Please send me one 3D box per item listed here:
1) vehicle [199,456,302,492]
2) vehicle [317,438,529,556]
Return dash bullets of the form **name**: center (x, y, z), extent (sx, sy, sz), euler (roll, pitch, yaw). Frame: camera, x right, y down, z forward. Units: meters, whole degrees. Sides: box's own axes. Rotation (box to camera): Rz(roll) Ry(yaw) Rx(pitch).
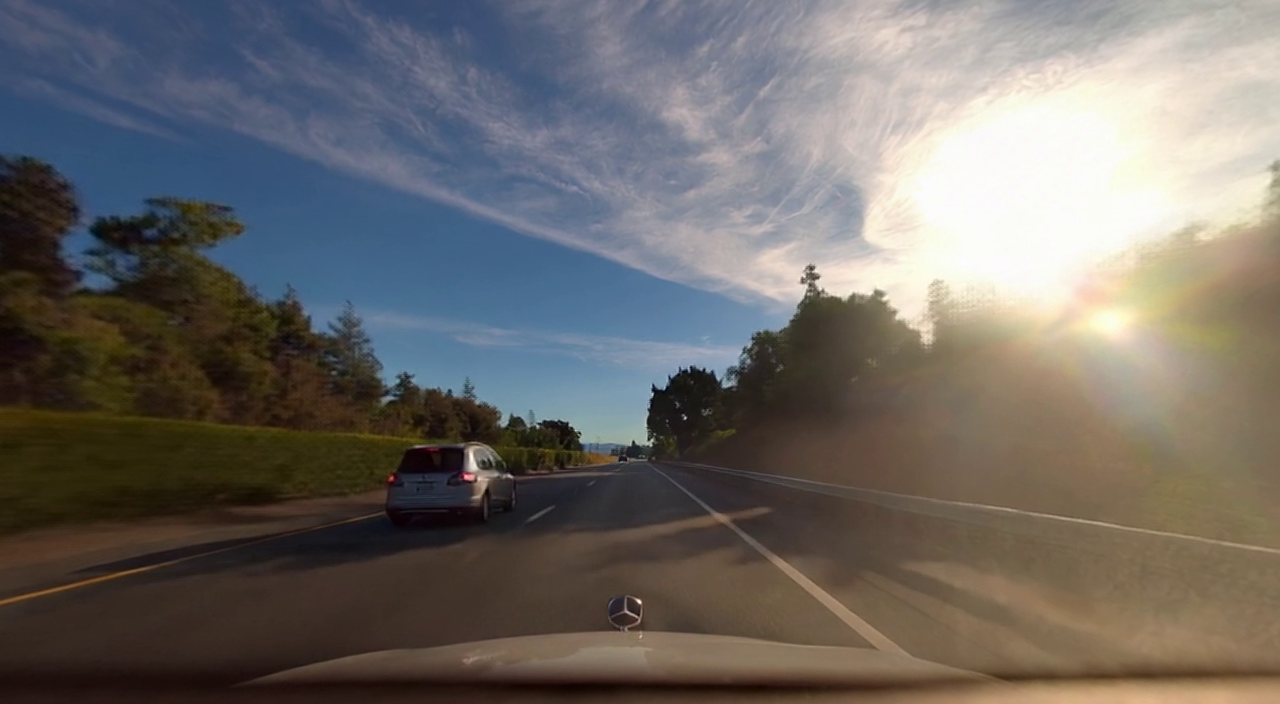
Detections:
- **vehicle**: center (-18.040, 5.653, 29.462), extent (1.921, 1.484, 4.504), euler (0, -9, 0)
- **vehicle**: center (-3.554, 2.461, 11.455), extent (2.135, 1.686, 4.517), euler (0, -9, 1)
